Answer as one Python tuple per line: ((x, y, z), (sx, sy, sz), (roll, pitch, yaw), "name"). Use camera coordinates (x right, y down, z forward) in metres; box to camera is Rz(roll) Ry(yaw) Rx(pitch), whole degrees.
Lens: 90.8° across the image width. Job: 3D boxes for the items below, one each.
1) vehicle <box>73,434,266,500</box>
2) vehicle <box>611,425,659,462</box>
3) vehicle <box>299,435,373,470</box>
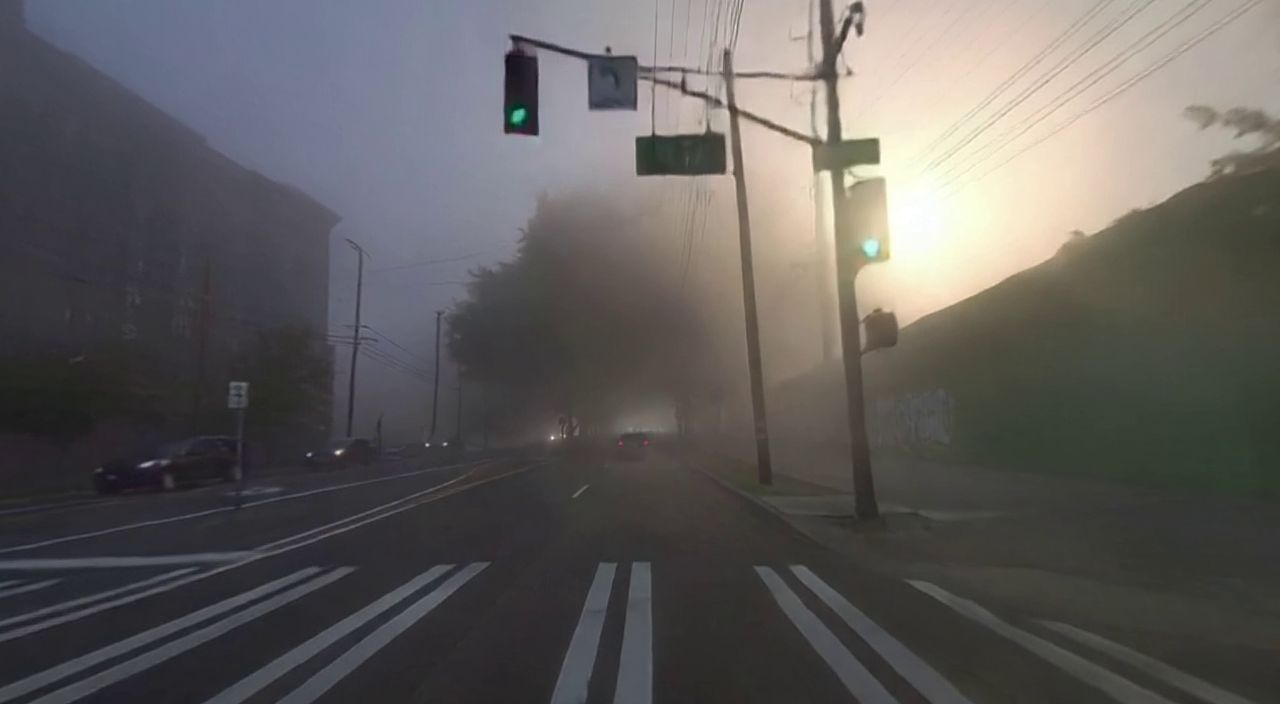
((-12.867, 3.129, 17.726), (1.992, 1.585, 4.375), (0, -8, 1), "vehicle")
((-0.228, 4.311, 29.831), (2.105, 1.611, 3.750), (0, -8, 0), "vehicle")
((-15.839, 5.242, 33.173), (1.841, 1.658, 3.953), (0, -8, 1), "vehicle")
